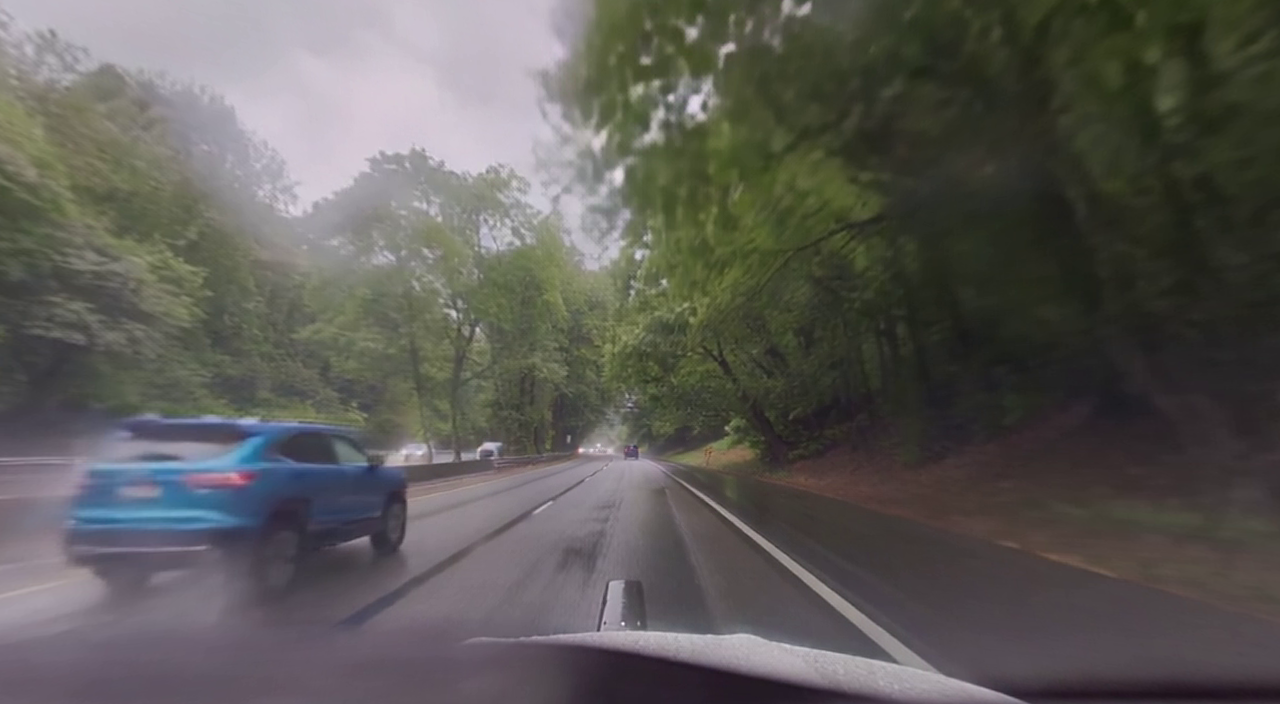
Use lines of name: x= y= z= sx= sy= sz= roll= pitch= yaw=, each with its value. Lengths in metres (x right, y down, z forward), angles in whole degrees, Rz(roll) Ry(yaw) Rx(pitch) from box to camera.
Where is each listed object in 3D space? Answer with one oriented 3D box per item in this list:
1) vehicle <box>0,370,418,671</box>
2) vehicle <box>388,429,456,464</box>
vehicle: x=-4.034 y=1.327 z=5.999 sx=2.135 sy=1.755 sz=4.476 roll=0 pitch=-9 yaw=1
vehicle: x=-12.861 y=5.640 z=37.617 sx=2.204 sy=1.903 sz=5.271 roll=0 pitch=-9 yaw=0
